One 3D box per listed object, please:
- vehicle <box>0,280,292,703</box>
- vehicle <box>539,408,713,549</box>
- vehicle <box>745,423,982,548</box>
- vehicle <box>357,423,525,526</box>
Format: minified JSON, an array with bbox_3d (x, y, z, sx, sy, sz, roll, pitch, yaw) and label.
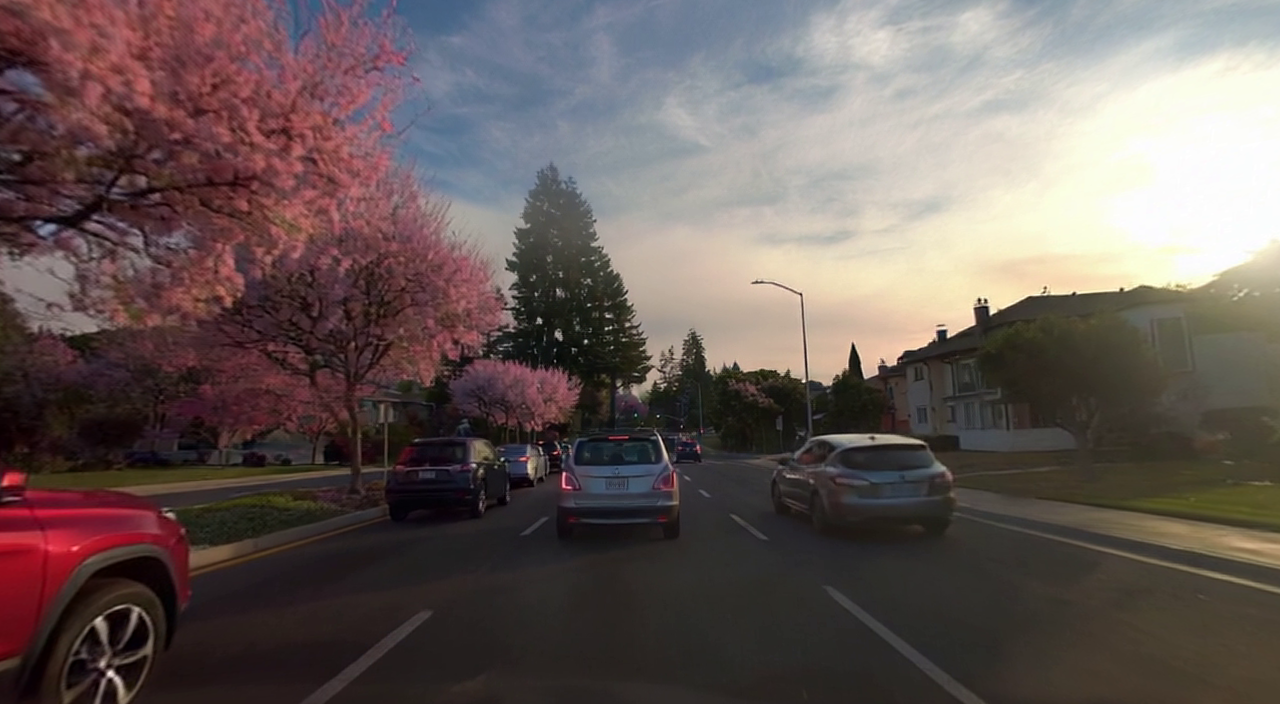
[{"bbox_3d":[-3.541,0.629,1.826,2.304,1.928,4.833,0,-8,0],"label":"vehicle"},{"bbox_3d":[-0.194,1.838,9.771,2.112,1.693,4.058,0,-8,-1],"label":"vehicle"},{"bbox_3d":[3.179,2.010,10.259,2.056,1.536,4.678,0,-8,-1],"label":"vehicle"},{"bbox_3d":[-3.670,2.330,12.571,1.948,1.668,4.279,0,-8,0],"label":"vehicle"}]
